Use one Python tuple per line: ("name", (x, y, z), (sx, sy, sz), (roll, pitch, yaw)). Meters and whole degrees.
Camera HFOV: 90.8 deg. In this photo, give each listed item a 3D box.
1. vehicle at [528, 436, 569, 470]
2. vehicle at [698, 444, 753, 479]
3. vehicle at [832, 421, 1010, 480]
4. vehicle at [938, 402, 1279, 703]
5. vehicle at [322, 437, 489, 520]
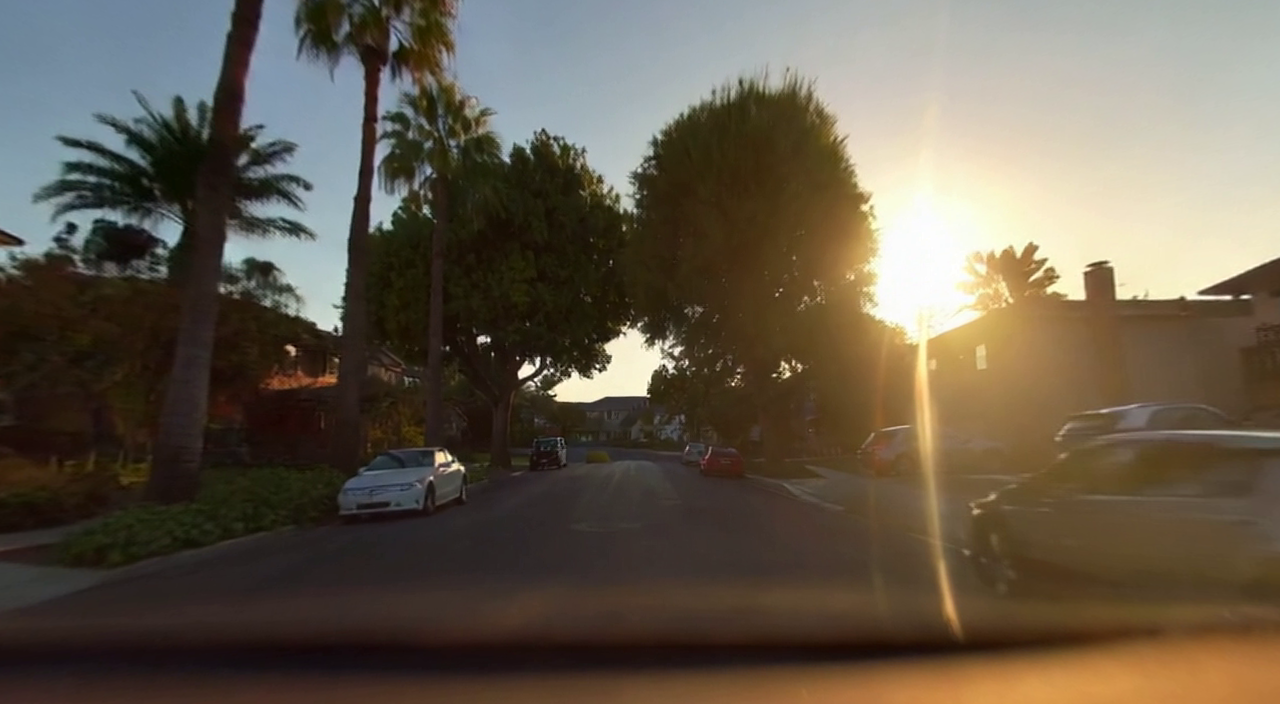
("vehicle", (-5.500, 5.976, 37.709), (2.106, 1.914, 4.363), (2, -8, -12))
("vehicle", (3.848, 4.996, 29.242), (1.867, 1.480, 4.678), (0, -8, 0))
("vehicle", (9.417, 3.329, 21.557), (5.068, 1.888, 2.062), (0, -8, 1))
("vehicle", (4.007, 1.201, 4.178), (1.987, 1.567, 4.112), (0, -8, -1))
("vehicle", (-4.835, 2.690, 13.856), (2.080, 1.479, 4.531), (0, -9, -2))
